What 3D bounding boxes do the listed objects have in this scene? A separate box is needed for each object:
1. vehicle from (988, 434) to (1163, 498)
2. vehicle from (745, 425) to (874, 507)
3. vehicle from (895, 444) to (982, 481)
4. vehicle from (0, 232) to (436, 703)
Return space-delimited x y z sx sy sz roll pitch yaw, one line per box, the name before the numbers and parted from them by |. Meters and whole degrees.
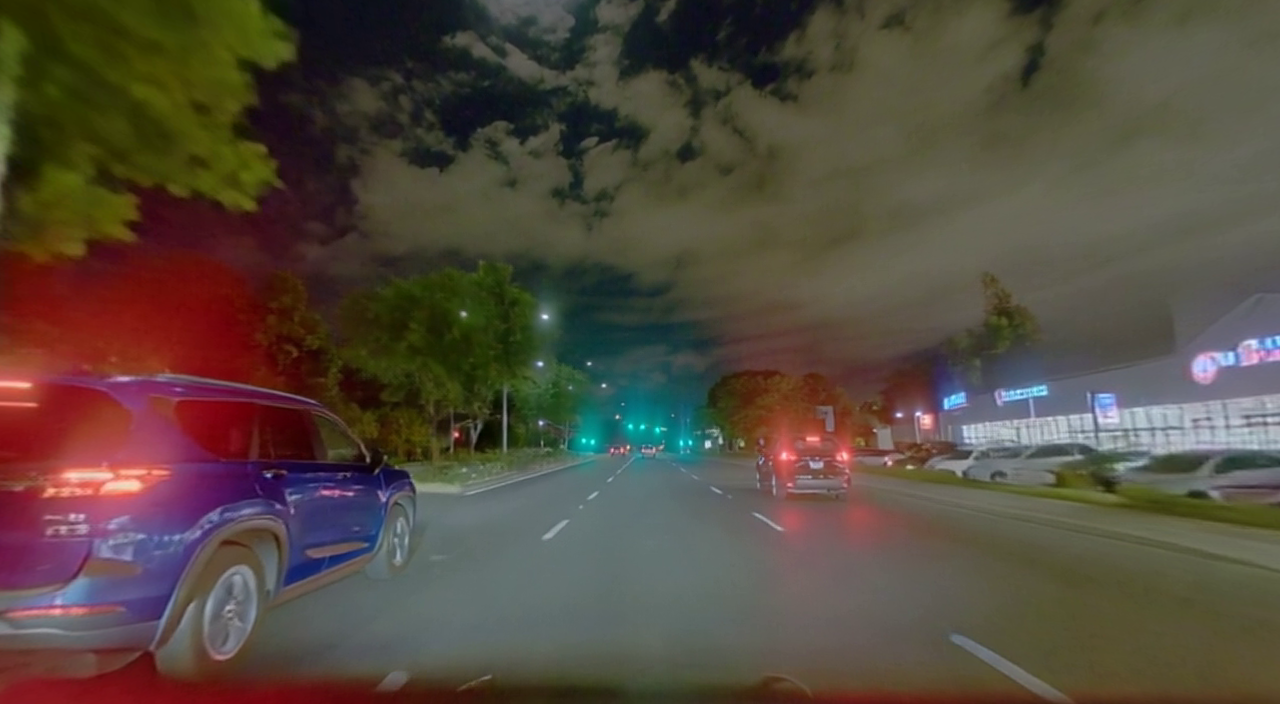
vehicle | 12.348 3.245 18.268 1.781 1.615 4.095 1 -9 -7
vehicle | 4.110 2.852 16.168 2.024 1.773 4.431 0 -9 -1
vehicle | 13.770 5.080 29.404 1.845 1.497 4.709 -2 -8 2
vehicle | -3.183 0.854 3.885 2.210 1.925 4.838 0 -9 0
